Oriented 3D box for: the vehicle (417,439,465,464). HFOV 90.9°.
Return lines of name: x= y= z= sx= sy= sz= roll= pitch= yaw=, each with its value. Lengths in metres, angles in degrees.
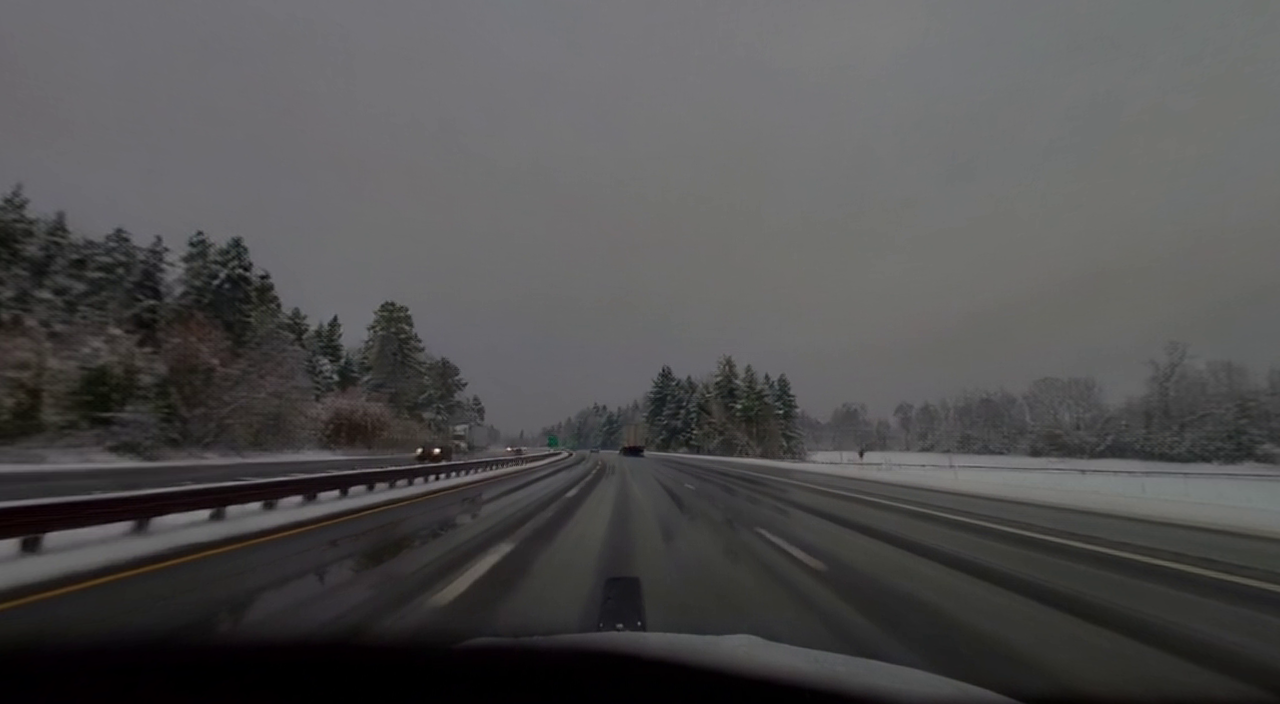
vehicle: x=-13.144 y=6.597 z=41.856 sx=1.872 sy=1.567 sz=4.324 roll=0 pitch=-9 yaw=-2
